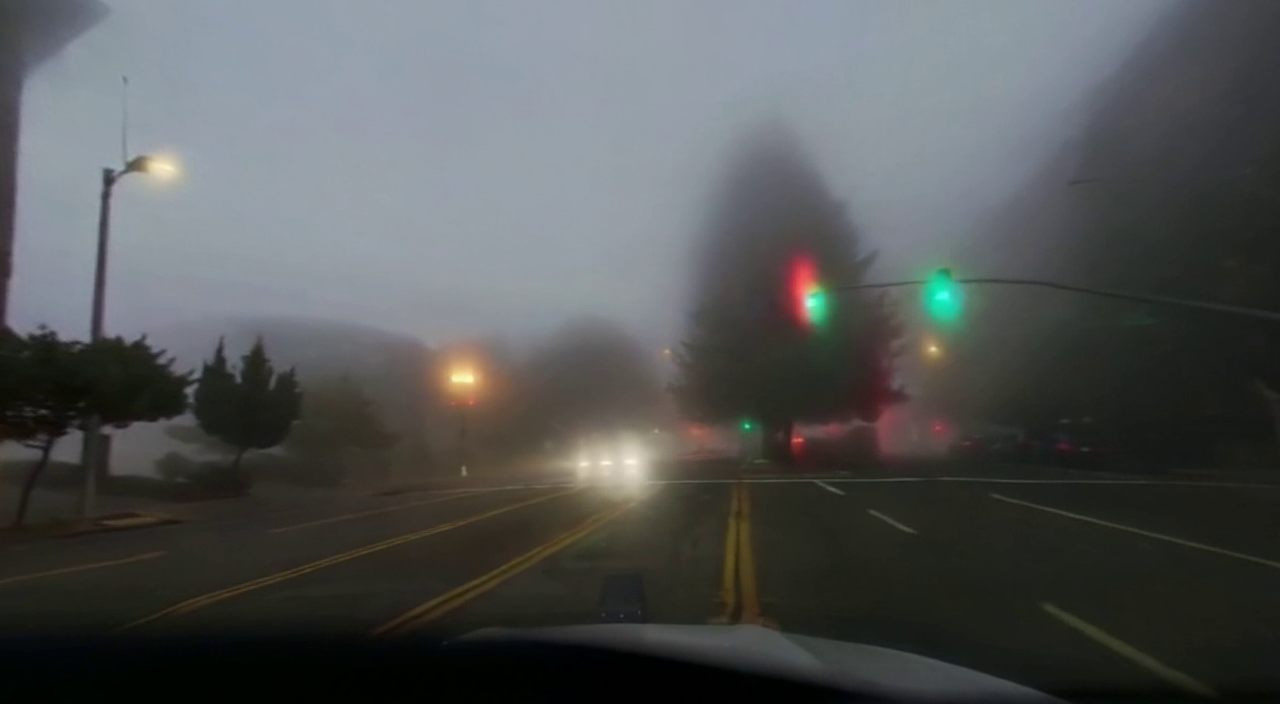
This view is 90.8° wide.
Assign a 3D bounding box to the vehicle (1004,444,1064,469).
[{"bbox_3d":[24.380,6.451,39.289,1.802,1.444,4.318,-2,-9,13],"label":"vehicle"}]

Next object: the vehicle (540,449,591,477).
[{"bbox_3d":[-4.971,7.514,43.026,2.075,1.708,4.335,-2,-9,13],"label":"vehicle"}]

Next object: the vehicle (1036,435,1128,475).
[{"bbox_3d":[22.855,5.335,32.922,2.181,1.876,4.723,-2,-9,13],"label":"vehicle"}]

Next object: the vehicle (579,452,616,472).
[{"bbox_3d":[-3.279,8.589,49.405,1.719,1.440,4.201,-2,-9,14],"label":"vehicle"}]

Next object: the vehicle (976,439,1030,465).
[{"bbox_3d":[25.666,7.071,44.838,1.833,1.753,4.611,-2,-9,12],"label":"vehicle"}]
